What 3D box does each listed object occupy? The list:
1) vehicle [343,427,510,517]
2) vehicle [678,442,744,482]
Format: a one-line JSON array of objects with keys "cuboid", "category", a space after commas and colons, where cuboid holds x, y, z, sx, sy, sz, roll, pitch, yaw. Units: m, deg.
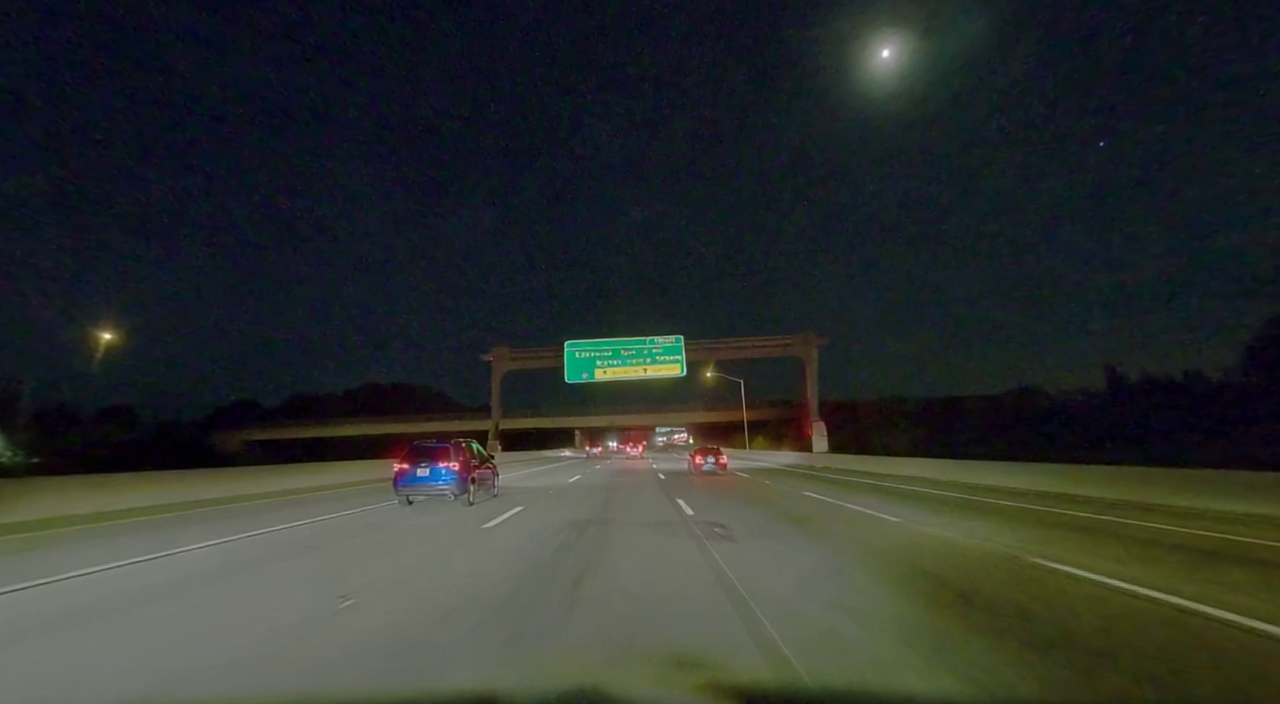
[{"cuboid": [-4.377, 2.515, 13.761, 2.193, 1.641, 4.077, 0, -8, 0], "category": "vehicle"}, {"cuboid": [2.793, 4.428, 25.803, 2.083, 1.453, 4.307, 0, -8, -1], "category": "vehicle"}]
